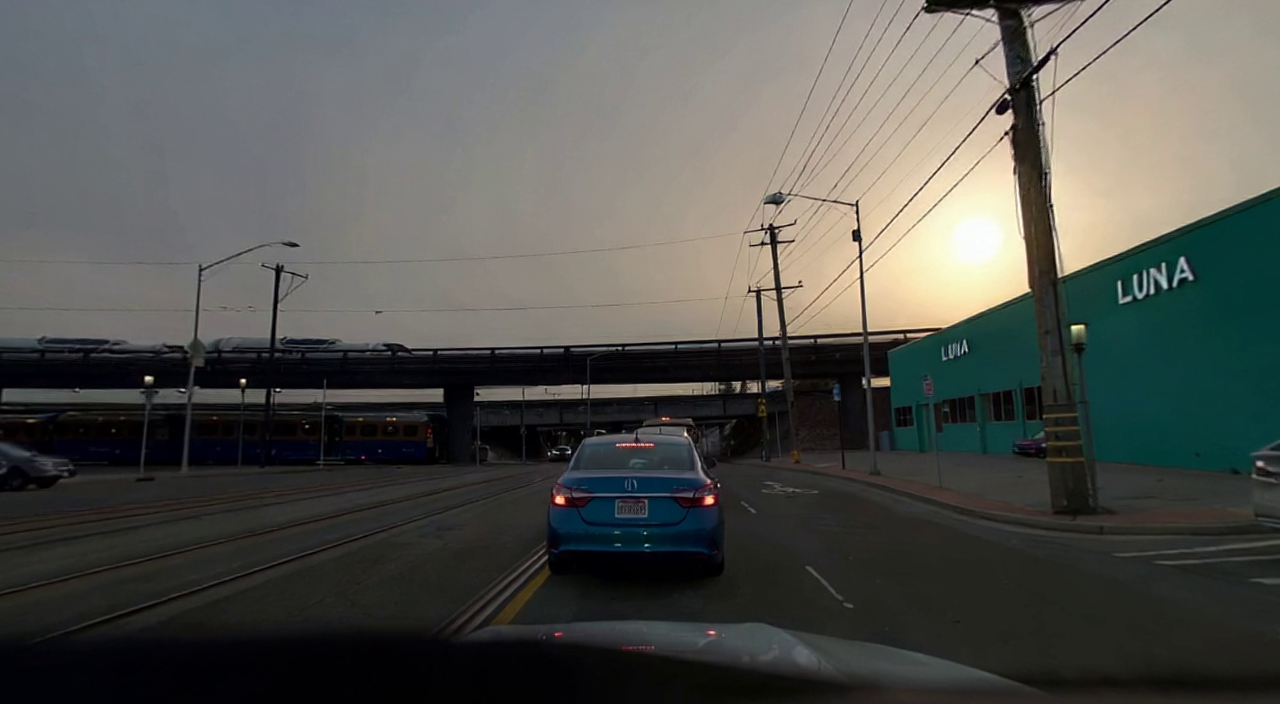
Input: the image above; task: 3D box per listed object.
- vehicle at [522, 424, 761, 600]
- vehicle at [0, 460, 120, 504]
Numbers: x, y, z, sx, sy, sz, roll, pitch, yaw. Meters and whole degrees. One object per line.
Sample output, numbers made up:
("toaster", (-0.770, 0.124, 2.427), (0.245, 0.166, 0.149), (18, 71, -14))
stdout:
("vehicle", (0.102, 1.711, 7.617), (2.090, 1.518, 4.033), (-1, -9, 3))
("vehicle", (-21.913, 4.683, 22.846), (4.566, 1.453, 1.935), (-1, -9, 5))
